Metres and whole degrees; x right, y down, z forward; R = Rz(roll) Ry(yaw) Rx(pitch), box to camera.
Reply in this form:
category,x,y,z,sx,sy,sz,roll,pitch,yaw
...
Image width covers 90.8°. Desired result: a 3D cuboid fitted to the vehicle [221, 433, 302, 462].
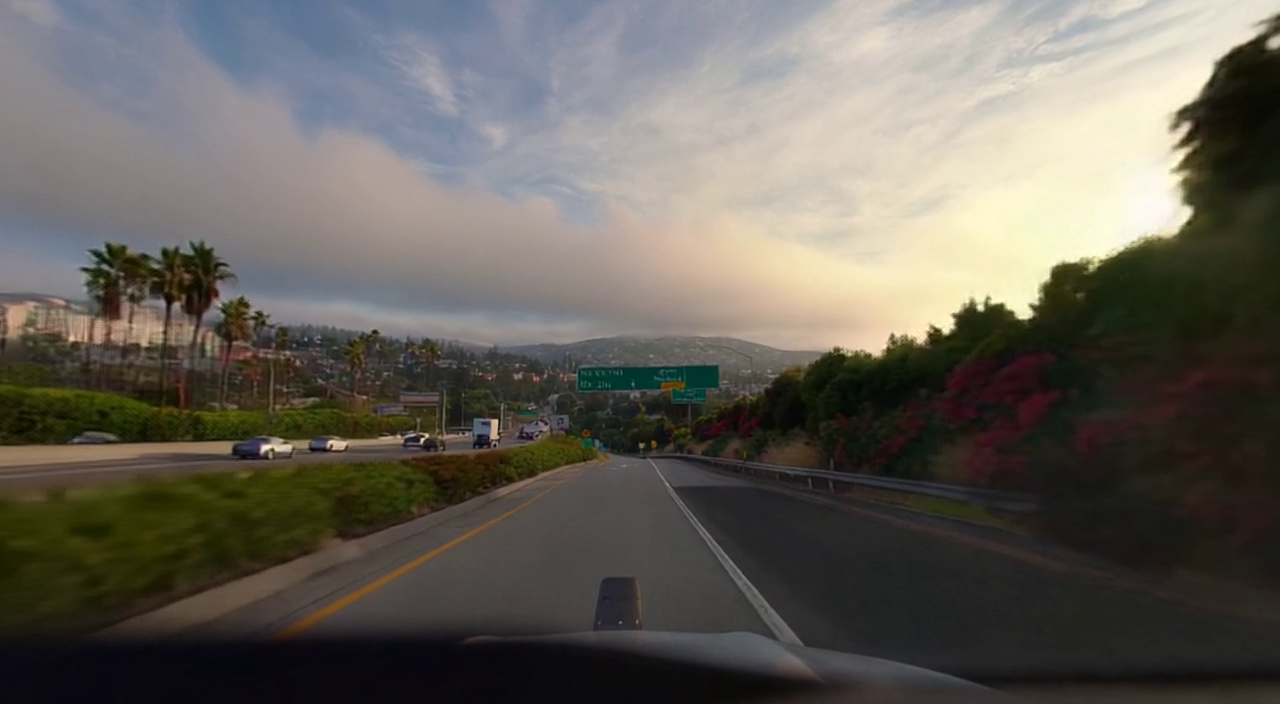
category,x,y,z,sx,sy,sz,roll,pitch,yaw
vehicle,-21.229,5.356,35.640,1.933,1.496,4.516,0,-8,-3
